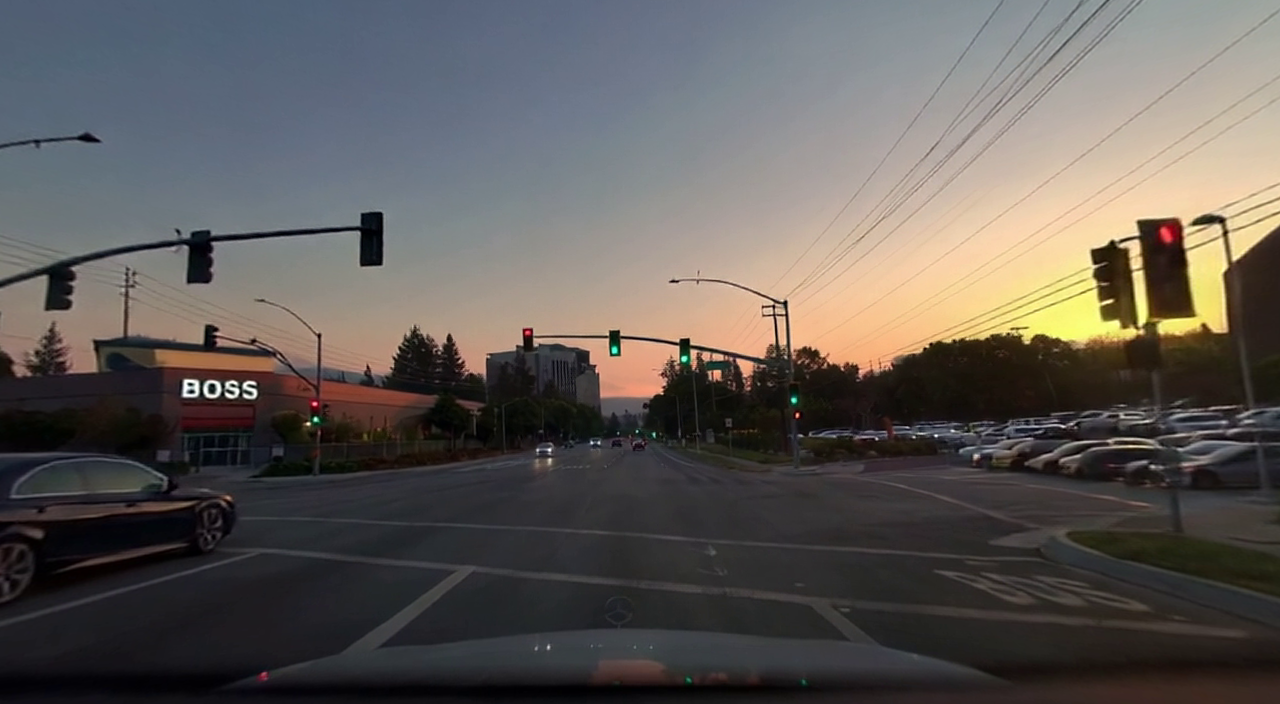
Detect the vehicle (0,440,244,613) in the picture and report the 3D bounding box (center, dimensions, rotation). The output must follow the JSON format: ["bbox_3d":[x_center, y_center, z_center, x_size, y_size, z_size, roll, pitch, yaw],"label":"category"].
[{"bbox_3d":[-6.448,1.697,6.680,1.928,1.451,4.219,0,-9,-3],"label":"vehicle"}]
